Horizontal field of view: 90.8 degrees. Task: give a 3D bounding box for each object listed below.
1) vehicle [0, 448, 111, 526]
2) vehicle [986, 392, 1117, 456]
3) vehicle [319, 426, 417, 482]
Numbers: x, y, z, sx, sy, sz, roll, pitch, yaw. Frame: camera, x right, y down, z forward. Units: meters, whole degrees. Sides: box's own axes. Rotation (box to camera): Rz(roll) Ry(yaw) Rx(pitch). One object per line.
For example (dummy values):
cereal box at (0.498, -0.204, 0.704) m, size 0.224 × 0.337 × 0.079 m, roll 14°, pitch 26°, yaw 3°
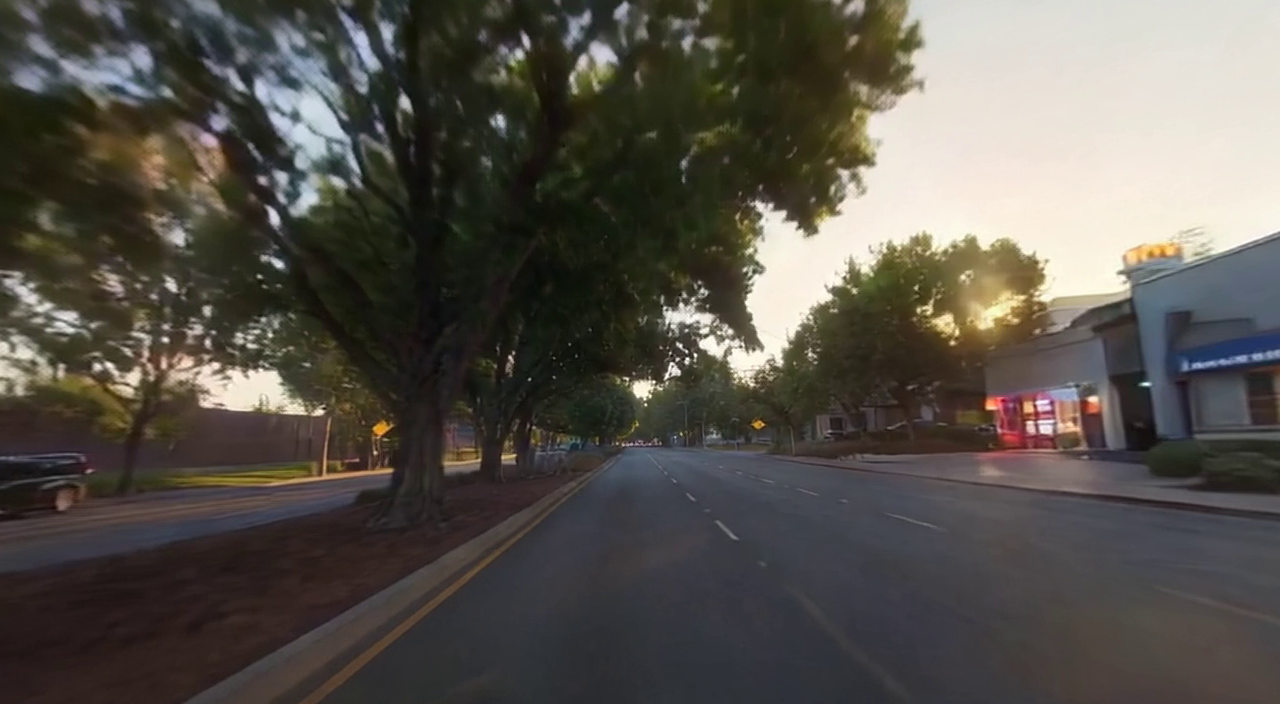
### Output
vehicle at (-19.367, 3.981, 18.521) m, size 2.648 × 2.106 × 6.148 m, roll -2°, pitch -8°, yaw -3°
vehicle at (28.896, 5.101, 44.309) m, size 8.627 × 4.134 × 2.881 m, roll 3°, pitch -9°, yaw -21°
vehicle at (-19.569, 7.410, 46.281) m, size 2.966 × 3.698 × 9.217 m, roll 0°, pitch -9°, yaw 0°
